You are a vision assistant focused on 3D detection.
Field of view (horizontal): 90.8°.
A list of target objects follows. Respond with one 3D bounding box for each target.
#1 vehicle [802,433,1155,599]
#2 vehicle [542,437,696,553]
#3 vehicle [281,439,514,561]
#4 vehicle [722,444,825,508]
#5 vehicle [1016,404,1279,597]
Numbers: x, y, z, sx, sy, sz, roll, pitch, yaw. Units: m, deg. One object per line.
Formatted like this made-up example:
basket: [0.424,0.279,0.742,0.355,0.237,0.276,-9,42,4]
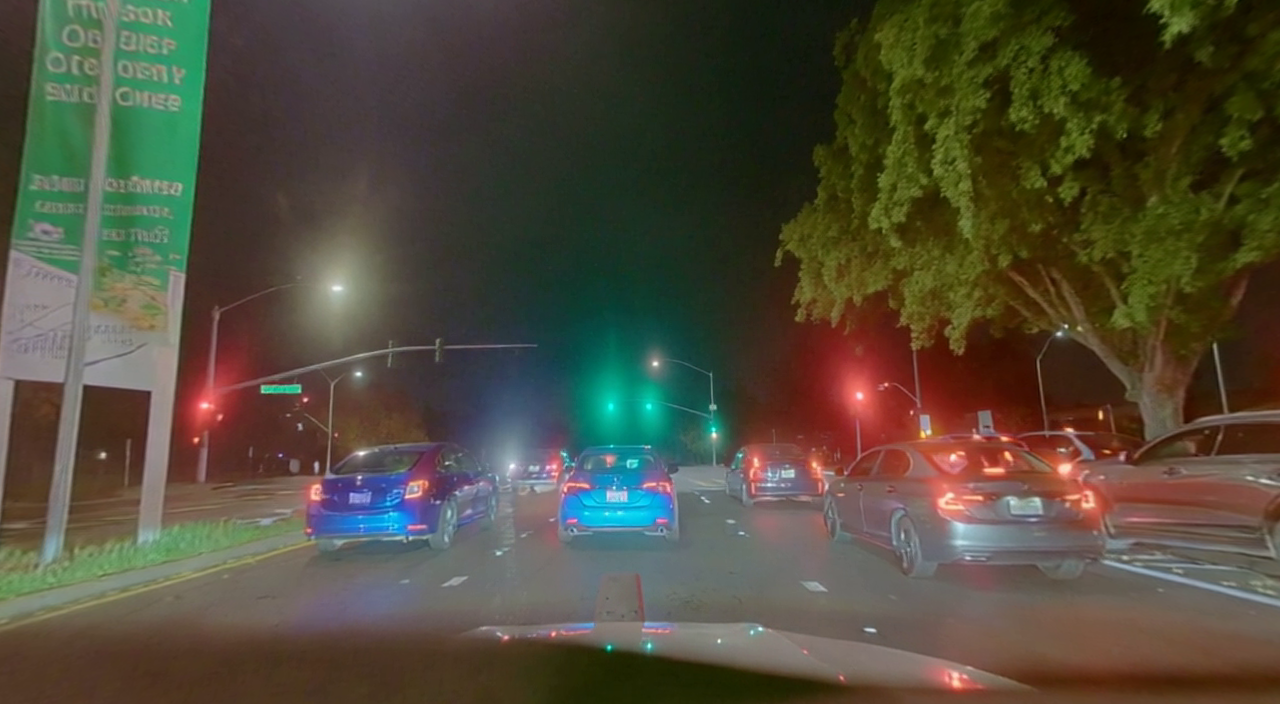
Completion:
vehicle: [3.637,1.816,7.987,1.953,1.471,4.470,0,-8,0]
vehicle: [-0.295,2.129,10.067,1.994,1.479,3.647,0,-9,-1]
vehicle: [-3.354,2.109,9.782,1.929,1.457,4.136,0,-9,0]
vehicle: [3.434,3.243,17.030,1.852,1.498,3.825,0,-9,-1]
vehicle: [6.884,1.555,7.106,2.099,1.749,5.098,0,-9,-1]
